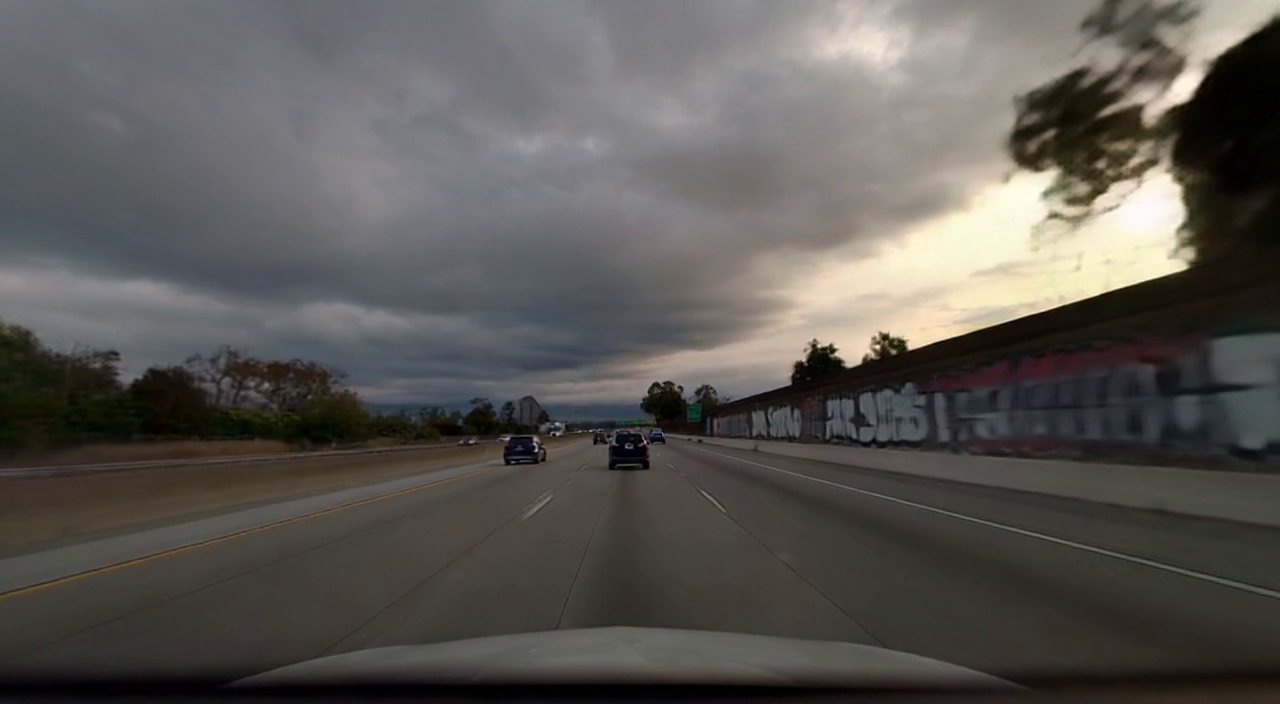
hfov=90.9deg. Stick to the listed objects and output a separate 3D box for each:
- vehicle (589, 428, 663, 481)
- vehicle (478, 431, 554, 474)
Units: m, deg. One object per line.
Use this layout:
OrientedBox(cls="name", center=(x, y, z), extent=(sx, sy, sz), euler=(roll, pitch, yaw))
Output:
OrientedBox(cls="vehicle", center=(-0.444, 3.123, 19.513), extent=(2.044, 1.477, 3.693), euler=(0, -8, -2))
OrientedBox(cls="vehicle", center=(-4.607, 3.797, 24.120), extent=(2.022, 1.440, 4.491), euler=(0, -8, 0))
